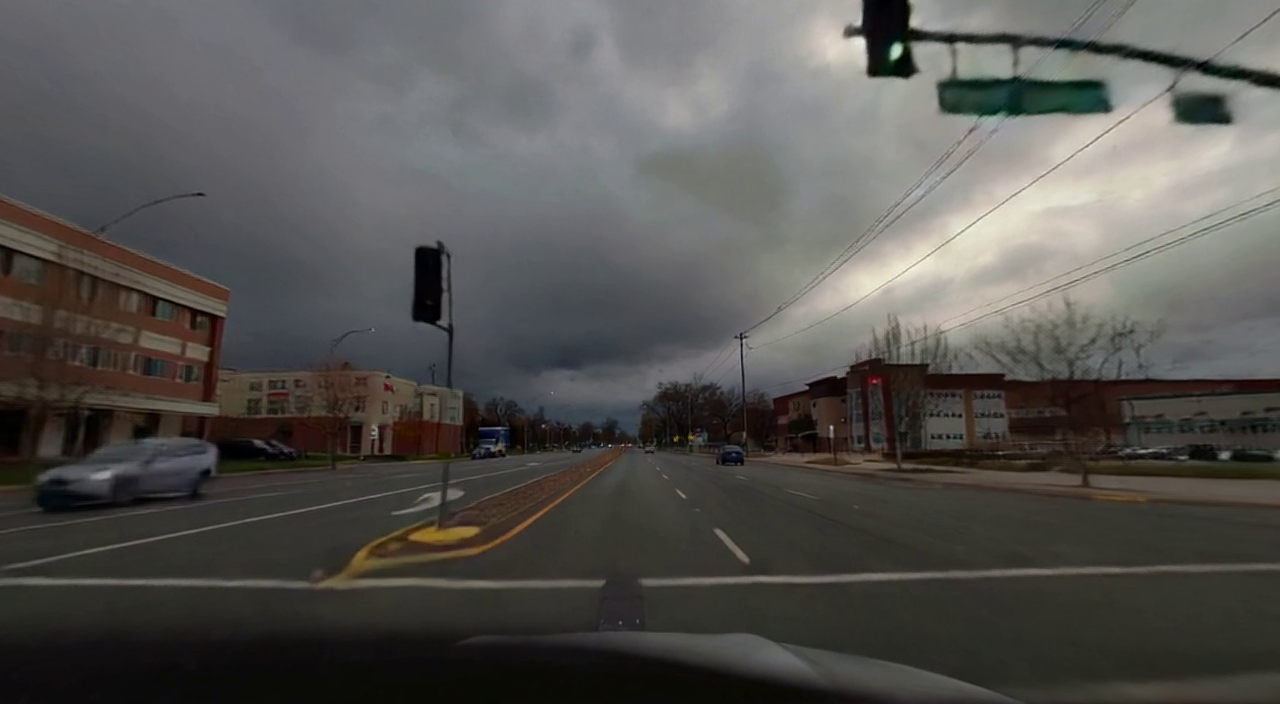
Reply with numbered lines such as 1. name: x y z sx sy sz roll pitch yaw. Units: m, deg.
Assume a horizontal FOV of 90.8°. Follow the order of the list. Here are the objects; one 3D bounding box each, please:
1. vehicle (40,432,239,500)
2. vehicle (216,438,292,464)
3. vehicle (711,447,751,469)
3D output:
1. vehicle: -14.956 3.424 19.395 2.036 1.787 4.985 0 -9 -1
2. vehicle: -29.851 7.706 49.135 2.207 1.863 5.860 0 -9 0
3. vehicle: 6.180 7.265 43.504 1.916 1.437 4.327 1 -9 -2
